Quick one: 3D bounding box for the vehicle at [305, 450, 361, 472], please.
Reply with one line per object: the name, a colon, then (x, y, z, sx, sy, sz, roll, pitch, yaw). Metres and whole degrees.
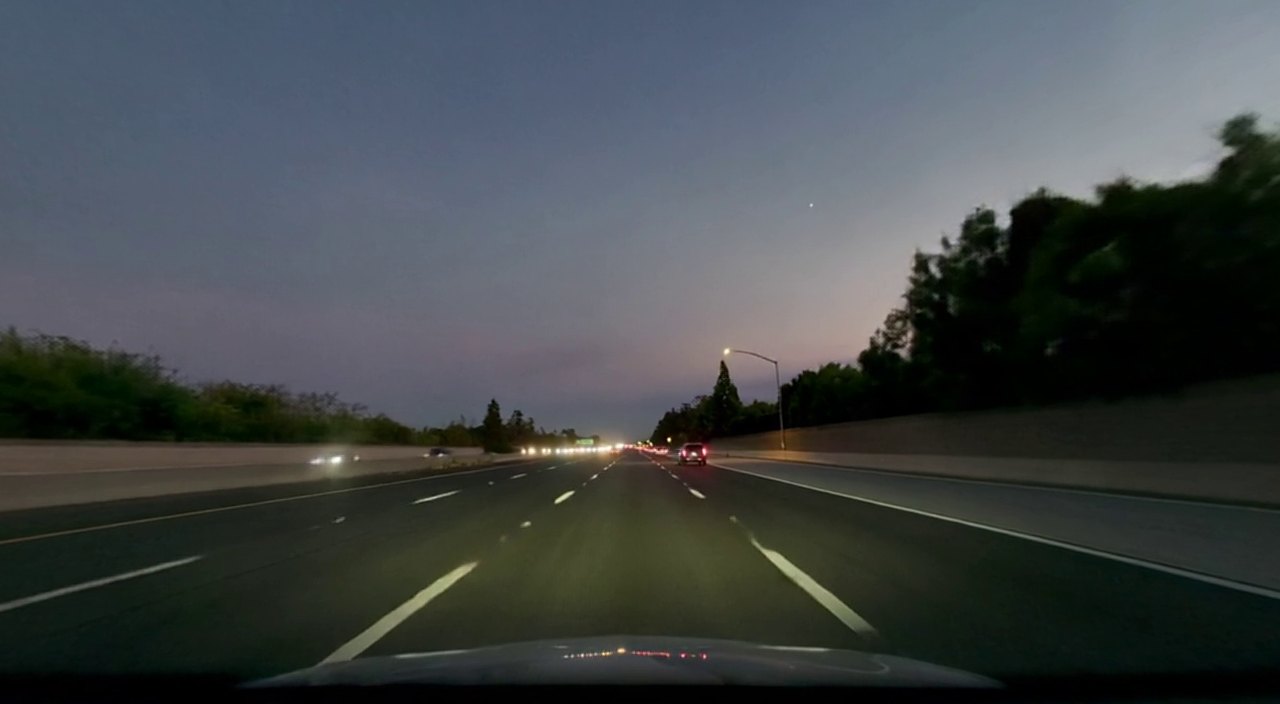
vehicle: (-23.392, 8.306, 48.353, 2.026, 1.511, 4.524, 0, -9, 1)

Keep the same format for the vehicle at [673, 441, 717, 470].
vehicle: (3.245, 6.280, 38.422, 2.130, 1.677, 4.317, 0, -9, -2)
